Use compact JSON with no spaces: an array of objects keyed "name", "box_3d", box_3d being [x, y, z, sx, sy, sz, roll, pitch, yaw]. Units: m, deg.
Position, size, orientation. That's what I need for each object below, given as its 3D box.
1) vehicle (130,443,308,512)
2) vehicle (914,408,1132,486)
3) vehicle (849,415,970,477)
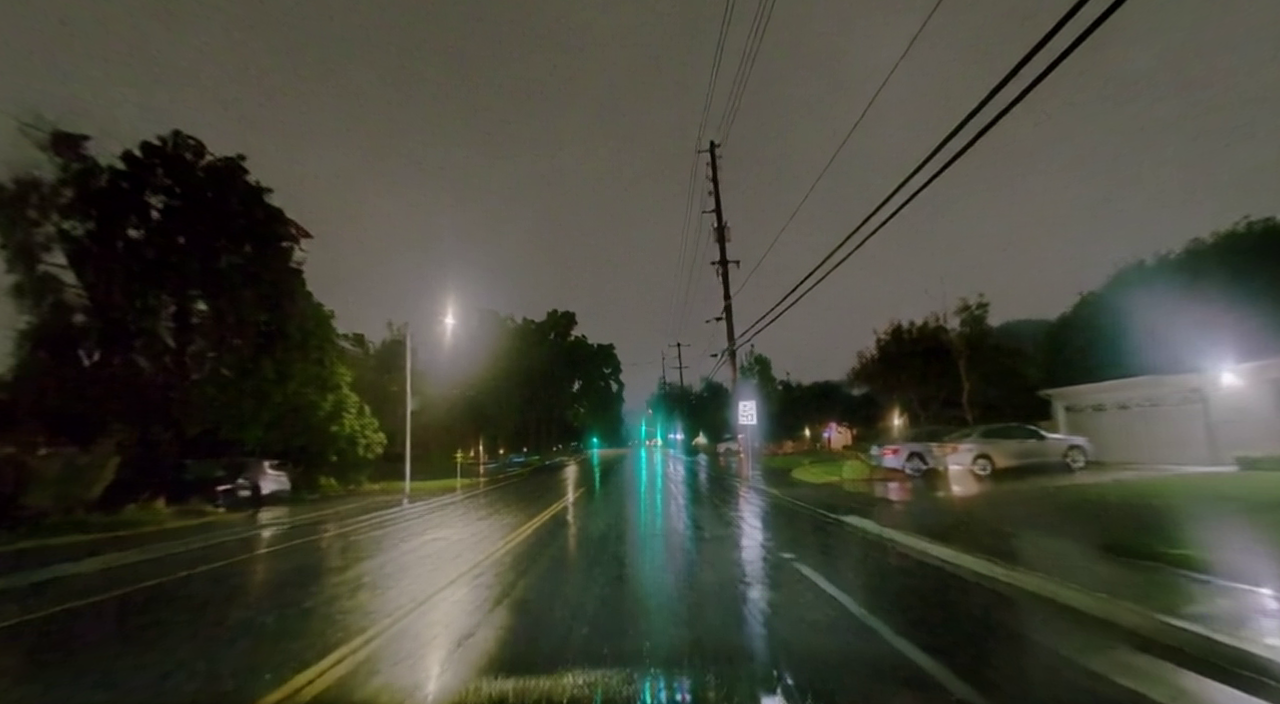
[{"name":"vehicle","box_3d":[-13.053,3.873,20.042,2.053,1.906,4.889,-1,-9,3]},{"name":"vehicle","box_3d":[10.411,2.615,17.442,4.626,1.731,2.007,-3,-8,-1]},{"name":"vehicle","box_3d":[9.590,3.261,22.185,2.087,1.903,5.134,-8,-11,44]}]
